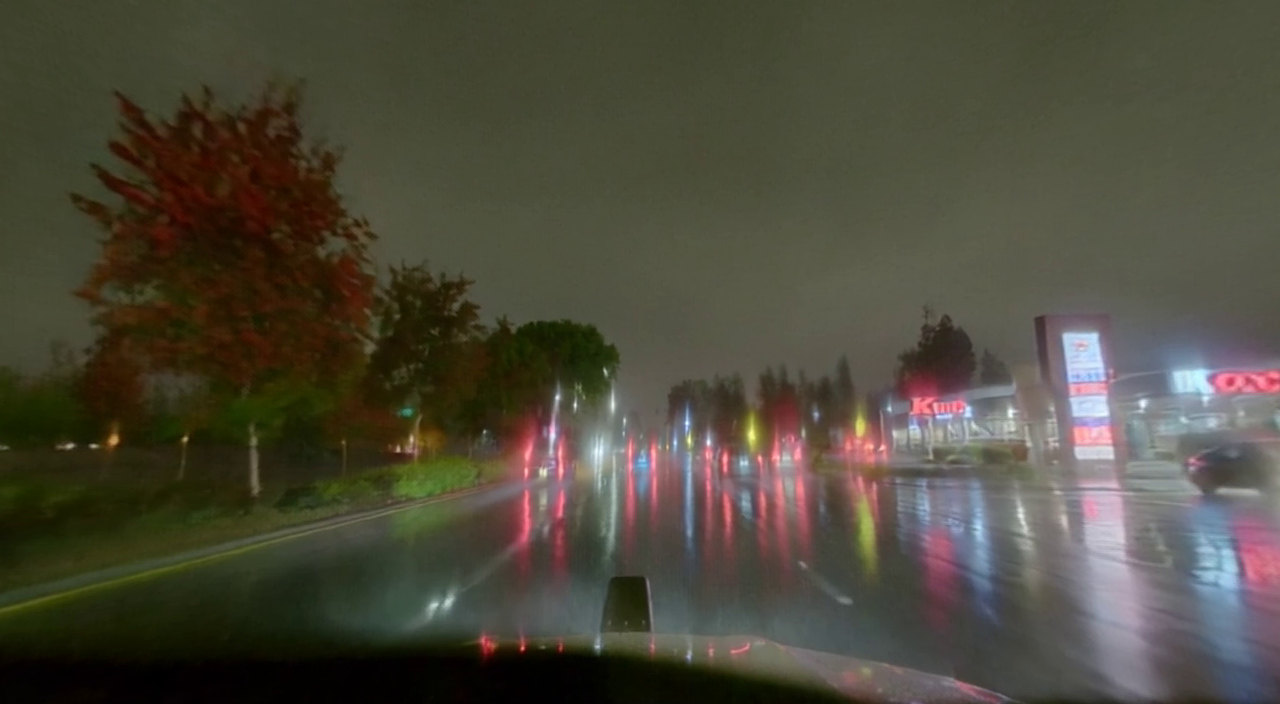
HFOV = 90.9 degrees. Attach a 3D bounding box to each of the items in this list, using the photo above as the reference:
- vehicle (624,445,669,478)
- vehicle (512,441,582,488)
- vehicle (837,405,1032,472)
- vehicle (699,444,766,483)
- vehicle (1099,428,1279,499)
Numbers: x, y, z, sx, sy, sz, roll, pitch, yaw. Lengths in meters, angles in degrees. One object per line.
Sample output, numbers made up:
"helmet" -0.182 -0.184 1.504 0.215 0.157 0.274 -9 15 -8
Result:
"vehicle" 0.282 5.334 31.108 2.059 1.477 4.216 0 -8 0
"vehicle" -3.440 4.244 24.123 1.995 1.607 4.086 0 -8 1
"vehicle" 14.853 4.490 32.417 8.343 3.028 3.002 -2 -9 3
"vehicle" 3.723 4.543 26.141 2.012 1.462 4.400 0 -8 -1
"vehicle" 14.634 2.740 15.713 4.578 1.620 2.047 -2 -9 12
